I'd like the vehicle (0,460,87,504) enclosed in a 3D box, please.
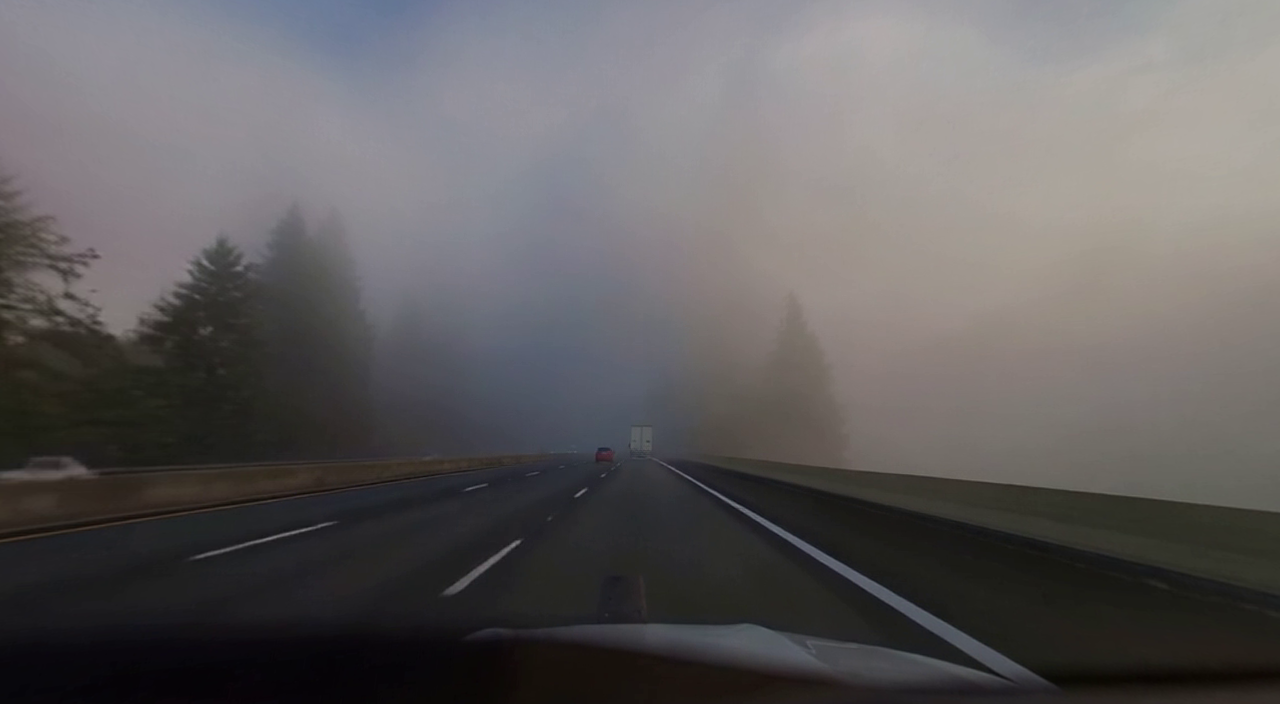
[{"bbox_3d":[-22.801,4.691,22.897,1.764,1.460,3.992,0,-9,0],"label":"vehicle"}]
